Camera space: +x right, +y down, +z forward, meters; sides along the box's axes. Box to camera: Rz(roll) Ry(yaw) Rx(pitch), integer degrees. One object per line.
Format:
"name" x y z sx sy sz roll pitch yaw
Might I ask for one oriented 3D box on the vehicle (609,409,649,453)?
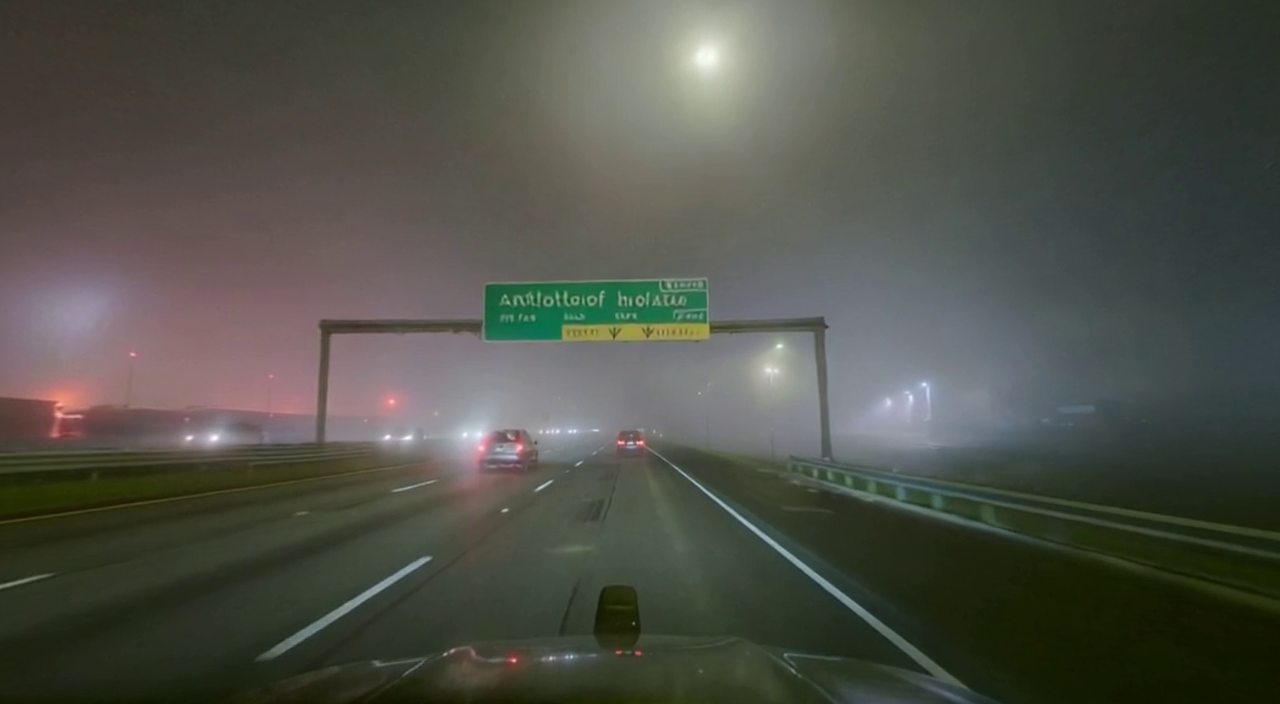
"vehicle" -0.781 5.245 41.548 2.418 2.704 6.445 0 -8 -2

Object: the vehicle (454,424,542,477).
"vehicle" -4.449 3.139 20.285 1.932 1.544 3.864 0 -8 0
